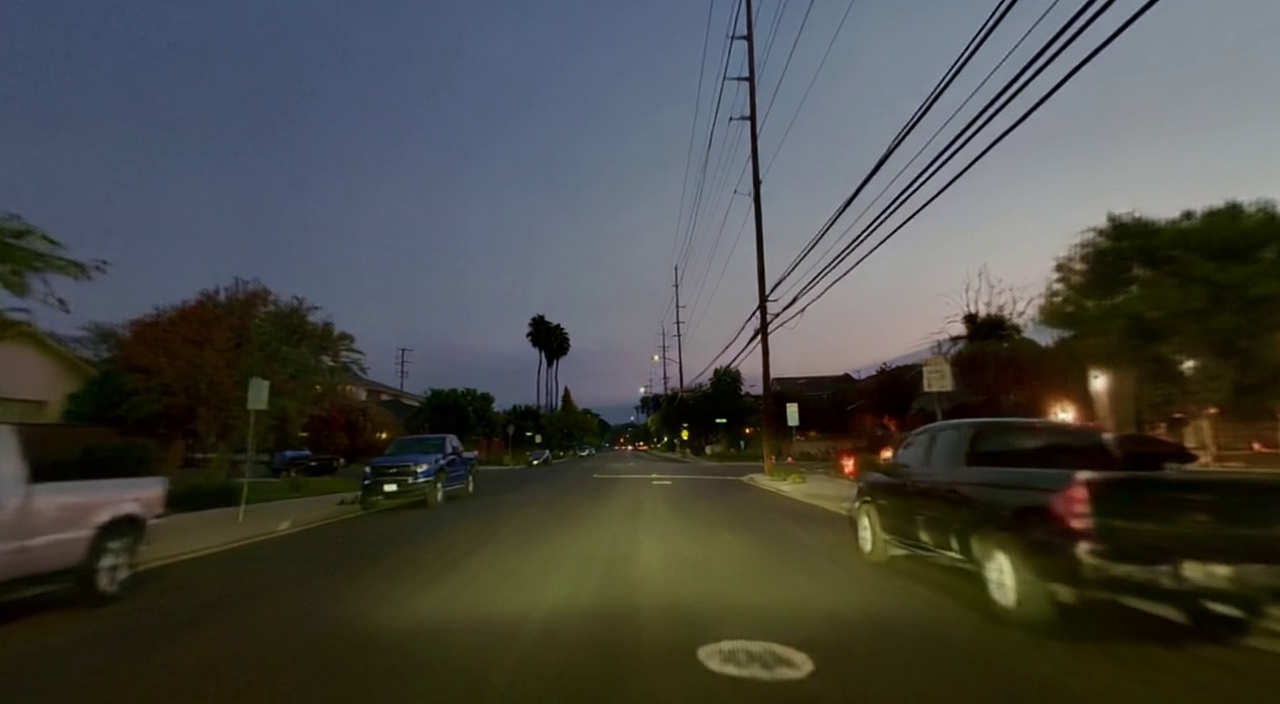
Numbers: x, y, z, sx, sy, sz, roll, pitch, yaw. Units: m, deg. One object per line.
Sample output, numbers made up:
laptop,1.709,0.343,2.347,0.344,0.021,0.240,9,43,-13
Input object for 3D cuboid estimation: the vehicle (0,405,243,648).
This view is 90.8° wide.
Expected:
vehicle,-5.821,1.337,4.976,2.226,1.768,4.780,0,-9,0

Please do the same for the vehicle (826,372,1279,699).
vehicle,3.552,1.322,5.769,2.167,1.746,4.541,0,-9,-2

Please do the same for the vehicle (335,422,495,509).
vehicle,-6.084,3.177,18.211,2.455,2.045,6.171,0,-9,-2
